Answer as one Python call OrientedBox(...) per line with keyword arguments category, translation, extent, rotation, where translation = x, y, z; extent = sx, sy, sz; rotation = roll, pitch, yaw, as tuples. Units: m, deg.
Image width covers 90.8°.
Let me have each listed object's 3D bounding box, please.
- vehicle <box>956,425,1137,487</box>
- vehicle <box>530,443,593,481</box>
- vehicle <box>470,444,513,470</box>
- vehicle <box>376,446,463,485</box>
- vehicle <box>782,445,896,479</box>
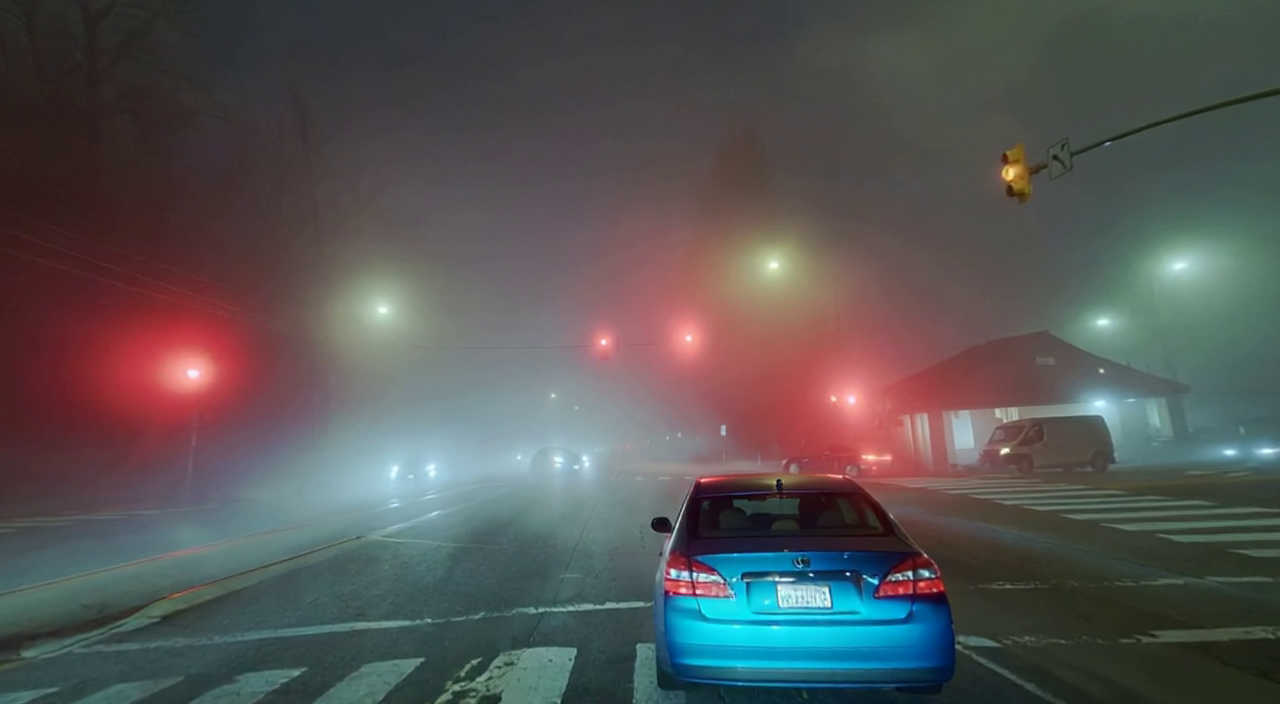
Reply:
OrientedBox(category="vehicle", translation=(14.856, 3.773, 23.126), extent=(5.910, 2.046, 2.228), rotation=(3, -9, -19))
OrientedBox(category="vehicle", translation=(-3.305, 4.434, 25.832), extent=(1.846, 1.416, 4.228), rotation=(2, -9, -17))
OrientedBox(category="vehicle", translation=(-8.978, 6.362, 38.494), extent=(1.779, 1.460, 4.463), rotation=(1, -9, -4))
OrientedBox(category="vehicle", translation=(-8.920, 4.617, 26.009), extent=(2.024, 1.460, 4.381), rotation=(0, -9, 0))
OrientedBox(category="vehicle", translation=(9.204, 5.056, 29.319), extent=(4.828, 1.453, 1.919), rotation=(-3, -9, 19))
